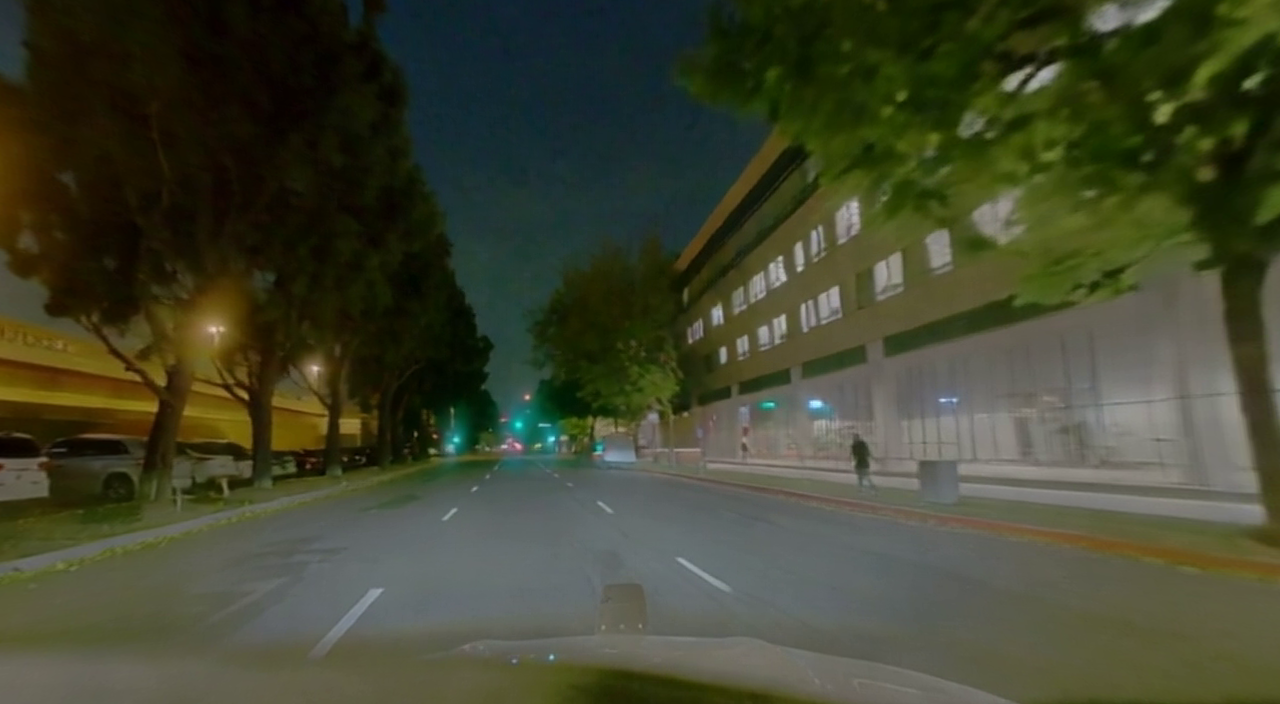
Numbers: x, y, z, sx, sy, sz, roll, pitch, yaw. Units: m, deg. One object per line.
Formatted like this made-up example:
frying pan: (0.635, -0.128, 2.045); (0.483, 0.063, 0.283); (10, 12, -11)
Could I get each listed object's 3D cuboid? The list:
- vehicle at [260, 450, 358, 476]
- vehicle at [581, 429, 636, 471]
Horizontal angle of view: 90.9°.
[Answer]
vehicle: (-21.889, 7.353, 41.941); (5.269, 1.491, 2.133); (1, -8, -10)
vehicle: (-2.142, 6.307, 40.879); (2.596, 2.509, 6.178); (1, -8, -12)
